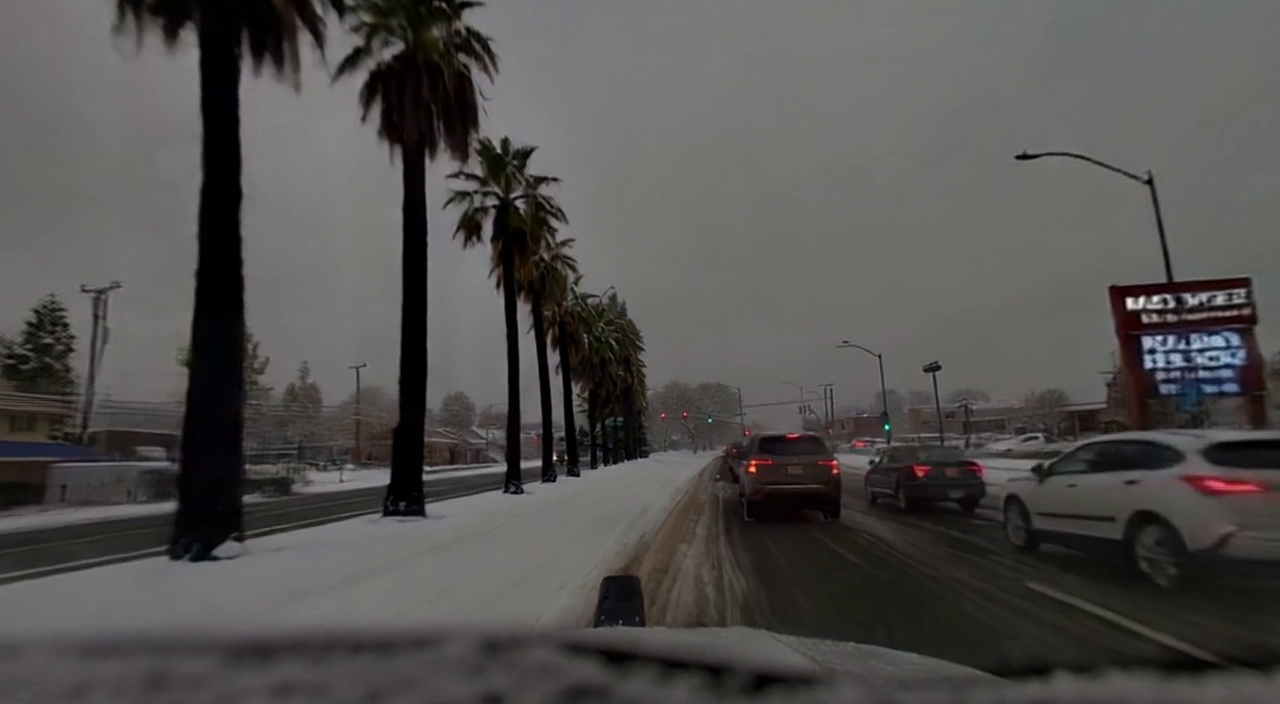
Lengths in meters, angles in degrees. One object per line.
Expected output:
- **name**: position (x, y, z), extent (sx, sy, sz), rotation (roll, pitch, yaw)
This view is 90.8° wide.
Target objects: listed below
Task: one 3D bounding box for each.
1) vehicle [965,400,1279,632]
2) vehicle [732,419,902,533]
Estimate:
- **vehicle**: position (5.756, 1.596, 7.084), extent (2.187, 1.777, 4.444), rotation (-1, -9, 6)
- **vehicle**: position (3.215, 2.389, 12.753), extent (2.428, 1.816, 4.959), rotation (-1, -9, 6)
